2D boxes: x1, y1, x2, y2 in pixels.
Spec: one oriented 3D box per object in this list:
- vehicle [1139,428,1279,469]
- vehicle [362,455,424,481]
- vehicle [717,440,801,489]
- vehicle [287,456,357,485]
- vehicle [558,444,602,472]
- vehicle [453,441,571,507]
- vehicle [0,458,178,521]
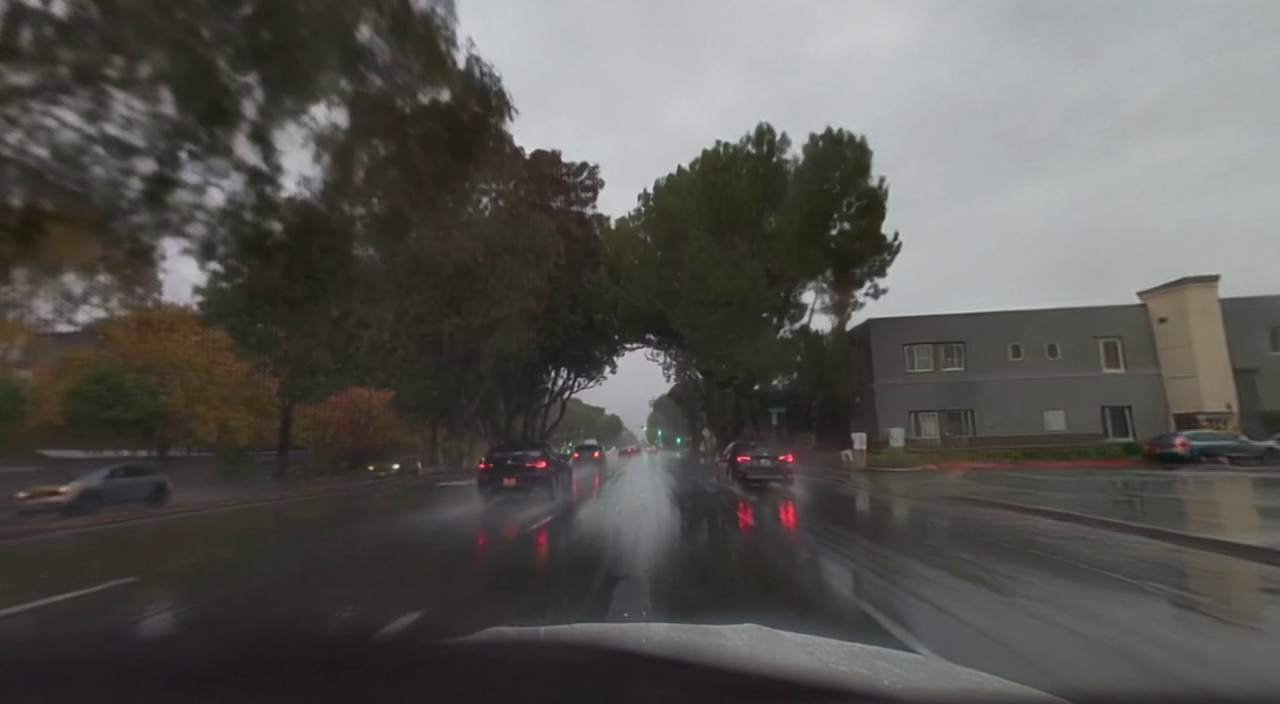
[{"bbox_3d":[24.075,4.056,26.722,1.754,1.461,4.491,-3,-8,-6],"label":"vehicle"},{"bbox_3d":[-15.386,7.231,39.521,1.997,1.472,4.426,0,-8,1],"label":"vehicle"},{"bbox_3d":[3.977,3.832,21.874,2.010,1.486,4.498,0,-8,0],"label":"vehicle"},{"bbox_3d":[-22.310,8.297,44.491,2.006,1.782,5.406,0,-8,1],"label":"vehicle"},{"bbox_3d":[-3.371,6.066,36.230,1.988,1.497,4.404,0,-8,2],"label":"vehicle"},{"bbox_3d":[-3.127,3.076,16.440,2.053,1.480,4.381,0,-8,1],"label":"vehicle"},{"bbox_3d":[-19.393,4.667,22.056,2.240,1.805,5.313,0,-8,2],"label":"vehicle"}]
